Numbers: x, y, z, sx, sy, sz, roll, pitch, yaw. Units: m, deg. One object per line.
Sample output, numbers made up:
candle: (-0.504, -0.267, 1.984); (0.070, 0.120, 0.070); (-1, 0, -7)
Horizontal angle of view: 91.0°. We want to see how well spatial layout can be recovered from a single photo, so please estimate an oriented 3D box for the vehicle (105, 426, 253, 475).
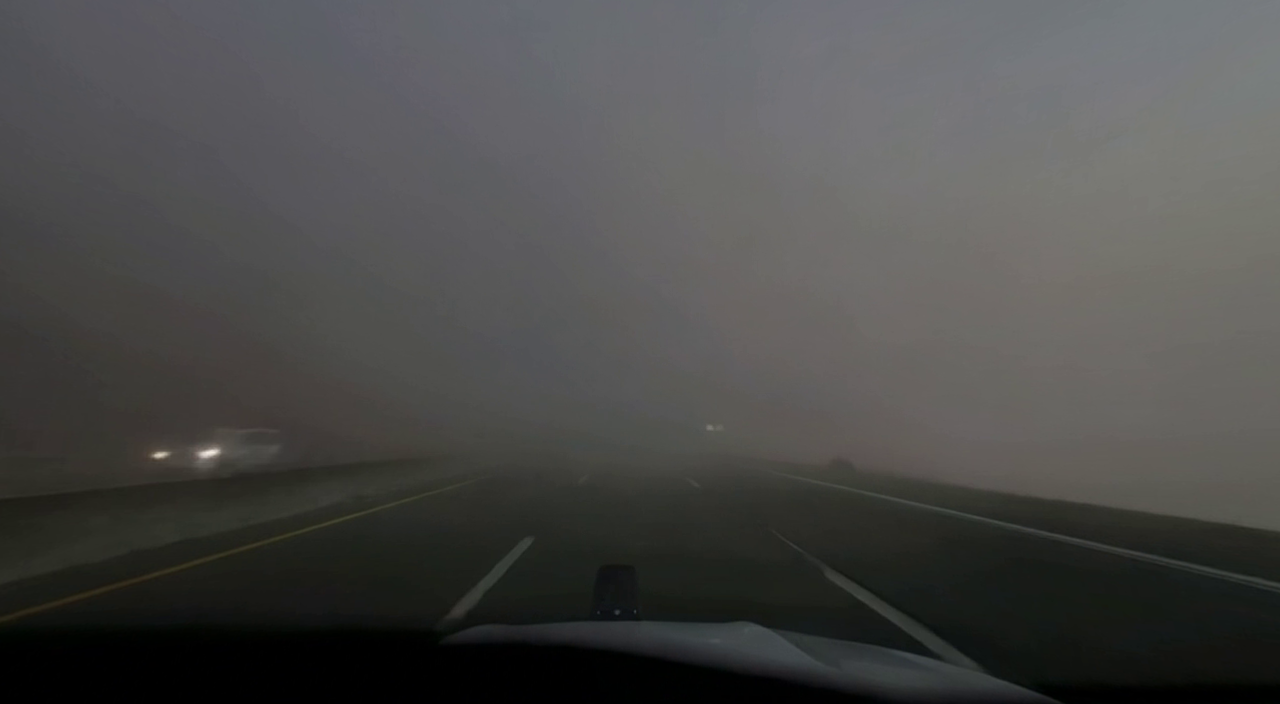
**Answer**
vehicle: (-15.833, 3.415, 21.990); (1.851, 1.505, 4.541); (0, -8, -2)
